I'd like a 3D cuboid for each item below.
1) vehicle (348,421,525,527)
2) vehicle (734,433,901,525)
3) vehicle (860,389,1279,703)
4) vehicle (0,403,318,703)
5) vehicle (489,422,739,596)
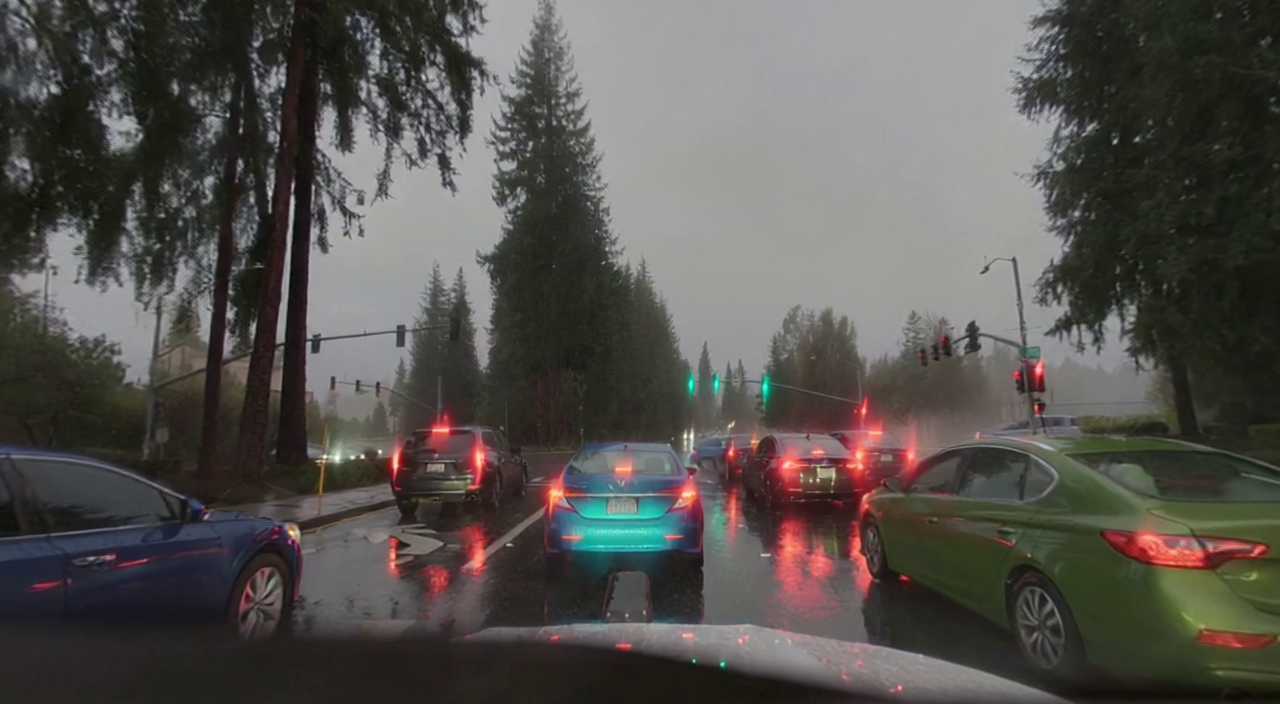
[{"bbox_3d":[-3.726,2.311,12.482,1.961,1.714,4.268,0,-8,2],"label":"vehicle"},{"bbox_3d":[3.180,2.335,12.330,1.975,1.460,4.357,0,-8,0],"label":"vehicle"},{"bbox_3d":[3.135,1.150,4.058,1.903,1.480,4.270,0,-8,0],"label":"vehicle"},{"bbox_3d":[-3.650,1.020,3.002,1.935,1.482,4.433,0,-8,-1],"label":"vehicle"},{"bbox_3d":[-0.254,1.639,7.404,2.147,1.479,3.803,0,-8,-1],"label":"vehicle"}]
